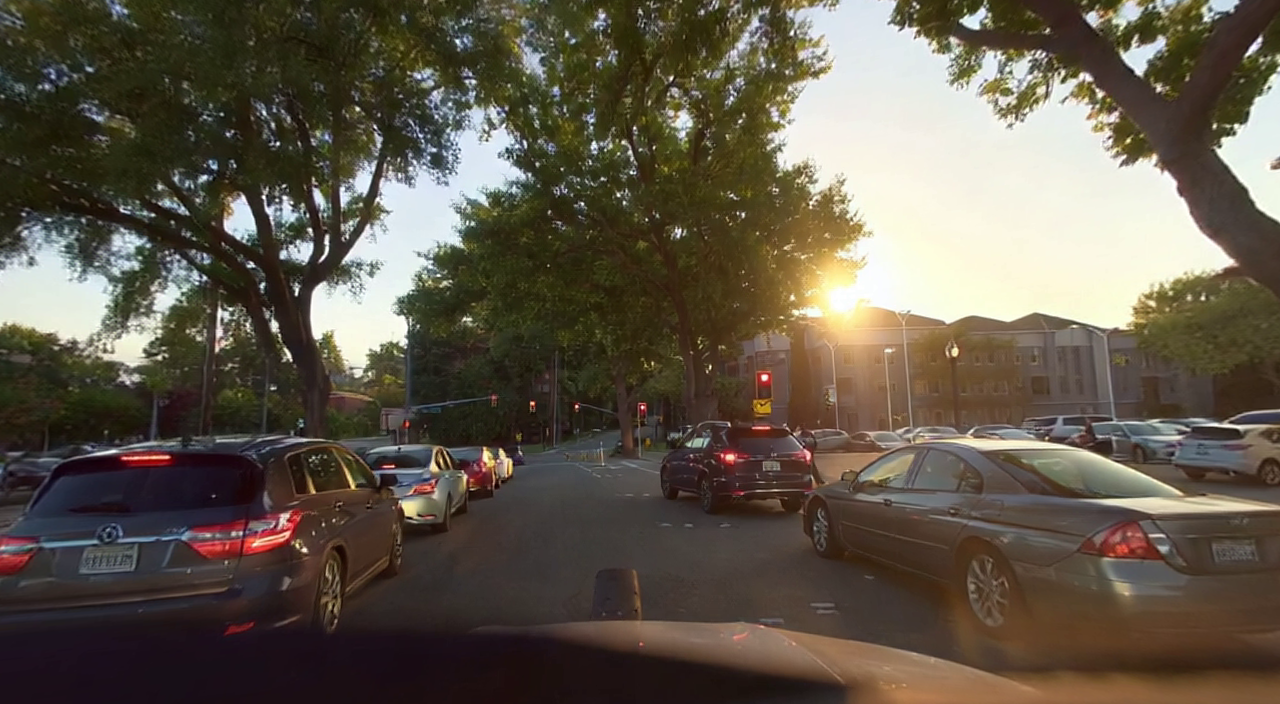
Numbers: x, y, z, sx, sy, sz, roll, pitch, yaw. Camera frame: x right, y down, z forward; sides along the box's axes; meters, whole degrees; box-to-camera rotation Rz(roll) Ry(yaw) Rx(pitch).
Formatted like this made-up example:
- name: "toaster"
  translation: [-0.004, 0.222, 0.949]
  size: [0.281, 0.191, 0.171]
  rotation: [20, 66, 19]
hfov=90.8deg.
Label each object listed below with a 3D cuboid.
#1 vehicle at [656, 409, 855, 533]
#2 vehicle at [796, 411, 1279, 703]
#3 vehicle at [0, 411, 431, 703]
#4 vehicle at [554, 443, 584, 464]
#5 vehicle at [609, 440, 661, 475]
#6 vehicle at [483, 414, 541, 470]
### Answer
- name: "vehicle"
  translation: [1.907, 2.285, 12.822]
  size: [2.324, 1.907, 5.634]
  rotation: [1, -8, -7]
- name: "vehicle"
  translation: [3.161, 1.396, 5.494]
  size: [1.904, 1.494, 4.864]
  rotation: [1, -8, -6]
- name: "vehicle"
  translation: [-2.881, 1.342, 5.063]
  size: [1.968, 1.497, 4.286]
  rotation: [2, -9, -15]
- name: "vehicle"
  translation: [-5.264, 7.410, 46.409]
  size: [2.095, 1.473, 4.301]
  rotation: [1, -8, -7]
- name: "vehicle"
  translation: [-0.308, 4.828, 29.184]
  size: [1.910, 1.493, 4.490]
  rotation: [1, -8, -7]
- name: "vehicle"
  translation: [-8.230, 5.929, 41.563]
  size: [2.820, 3.263, 7.986]
  rotation: [1, -8, -5]
